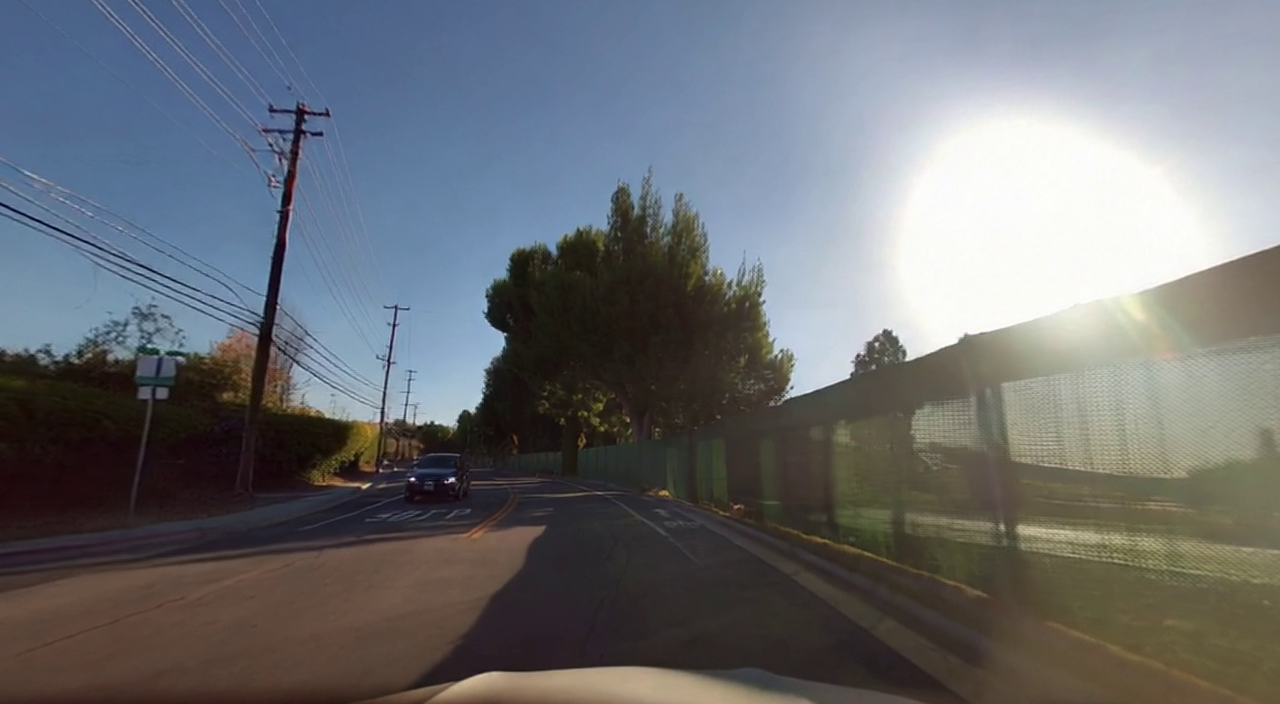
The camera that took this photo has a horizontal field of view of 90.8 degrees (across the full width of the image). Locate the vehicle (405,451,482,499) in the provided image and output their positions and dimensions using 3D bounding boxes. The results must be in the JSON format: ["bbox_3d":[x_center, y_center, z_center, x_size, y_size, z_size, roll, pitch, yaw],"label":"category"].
[{"bbox_3d":[-6.875,4.320,22.624,2.034,1.479,4.521,1,-9,-10],"label":"vehicle"}]
